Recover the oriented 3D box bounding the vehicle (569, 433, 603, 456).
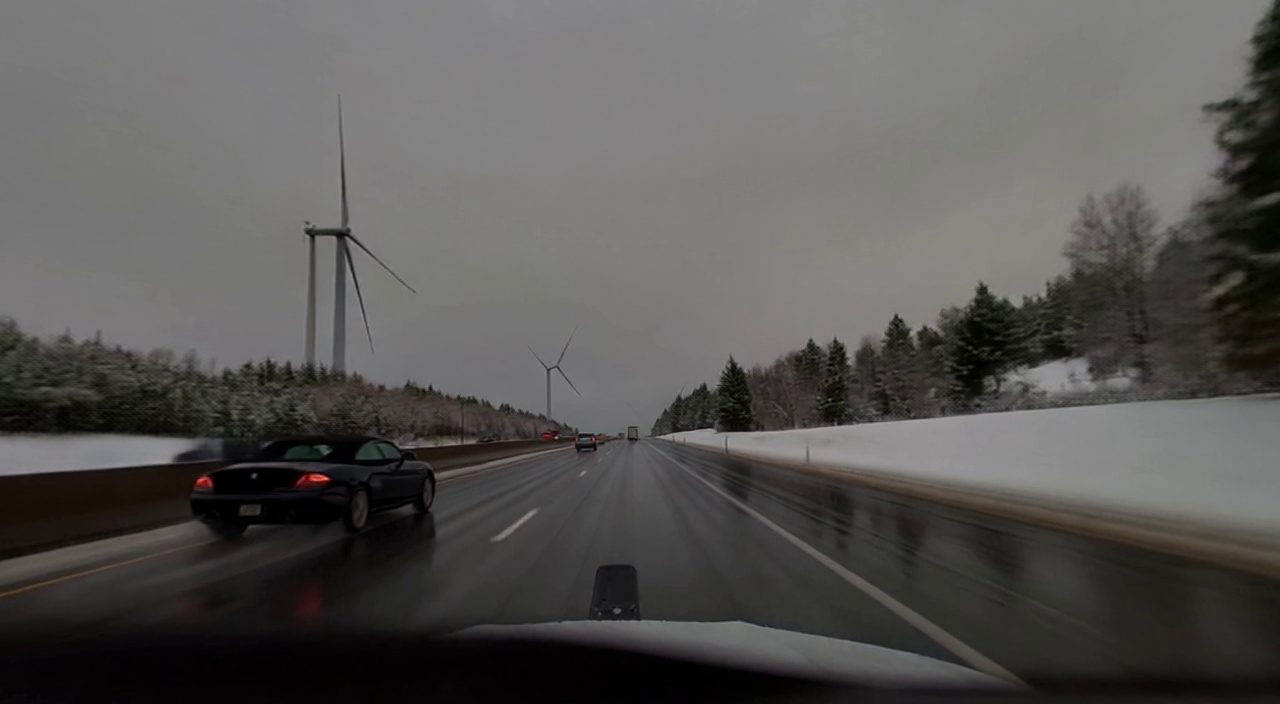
[{"bbox_3d":[-3.535,6.159,41.939,2.024,1.456,3.754,0,-8,-2],"label":"vehicle"}]

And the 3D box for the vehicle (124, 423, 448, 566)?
[{"bbox_3d":[-4.192,1.718,8.457,1.969,1.413,4.194,0,-8,-1],"label":"vehicle"}]
